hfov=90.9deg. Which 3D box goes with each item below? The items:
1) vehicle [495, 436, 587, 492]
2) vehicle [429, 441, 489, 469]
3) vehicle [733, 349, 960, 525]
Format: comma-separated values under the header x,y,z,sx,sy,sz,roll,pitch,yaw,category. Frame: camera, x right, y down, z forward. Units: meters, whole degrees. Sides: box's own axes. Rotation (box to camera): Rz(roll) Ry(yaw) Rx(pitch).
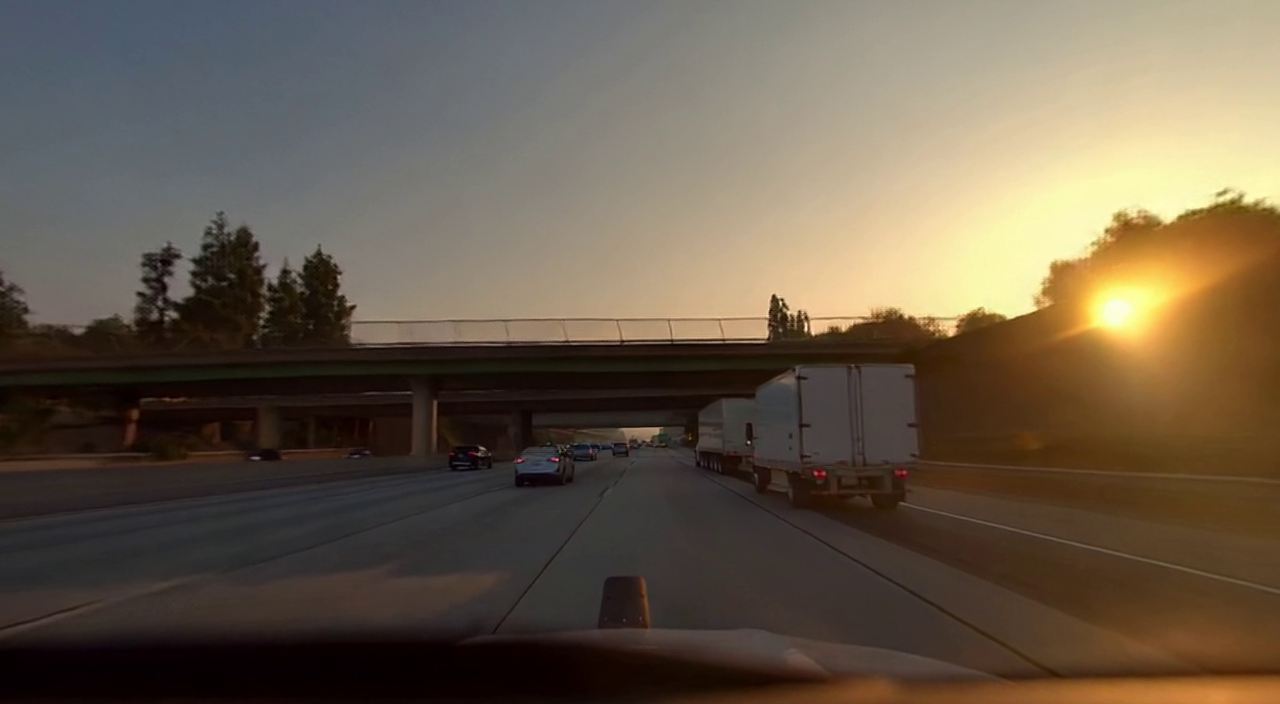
x,y,z,sx,sy,sz,roll,pitch,yaw,category
-2.843,3.323,19.100,1.981,1.473,4.317,0,-8,2,vehicle
-10.011,5.729,35.234,1.899,1.465,4.589,0,-8,1,vehicle
4.113,1.978,14.602,2.732,3.052,7.118,0,-8,-1,vehicle
